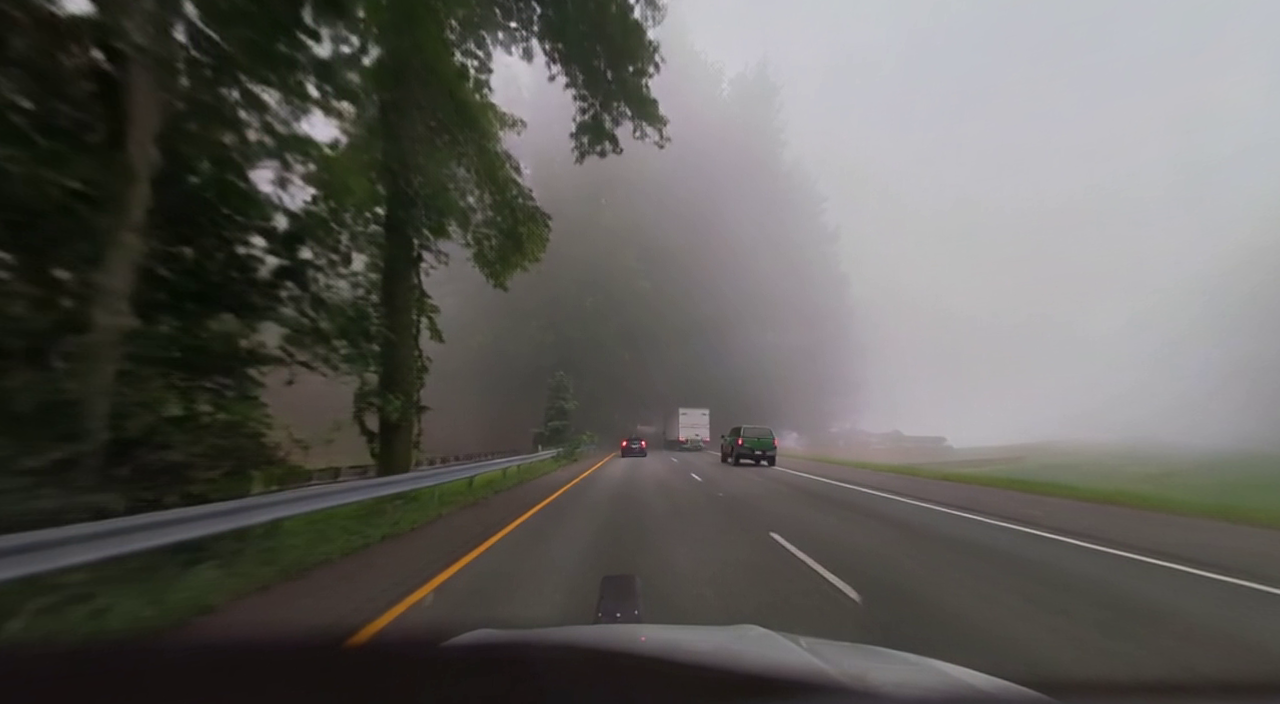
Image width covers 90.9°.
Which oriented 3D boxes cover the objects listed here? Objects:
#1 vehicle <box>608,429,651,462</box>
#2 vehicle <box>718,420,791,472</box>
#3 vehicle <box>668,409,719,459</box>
[{"bbox_3d":[-0.586,5.076,34.402,2.206,1.681,4.111,0,-7,-1],"label":"vehicle"},{"bbox_3d":[4.506,3.764,25.436,2.073,1.905,4.023,0,-7,-1],"label":"vehicle"},{"bbox_3d":[3.520,5.576,43.023,2.728,3.053,7.708,0,-7,0],"label":"vehicle"}]
